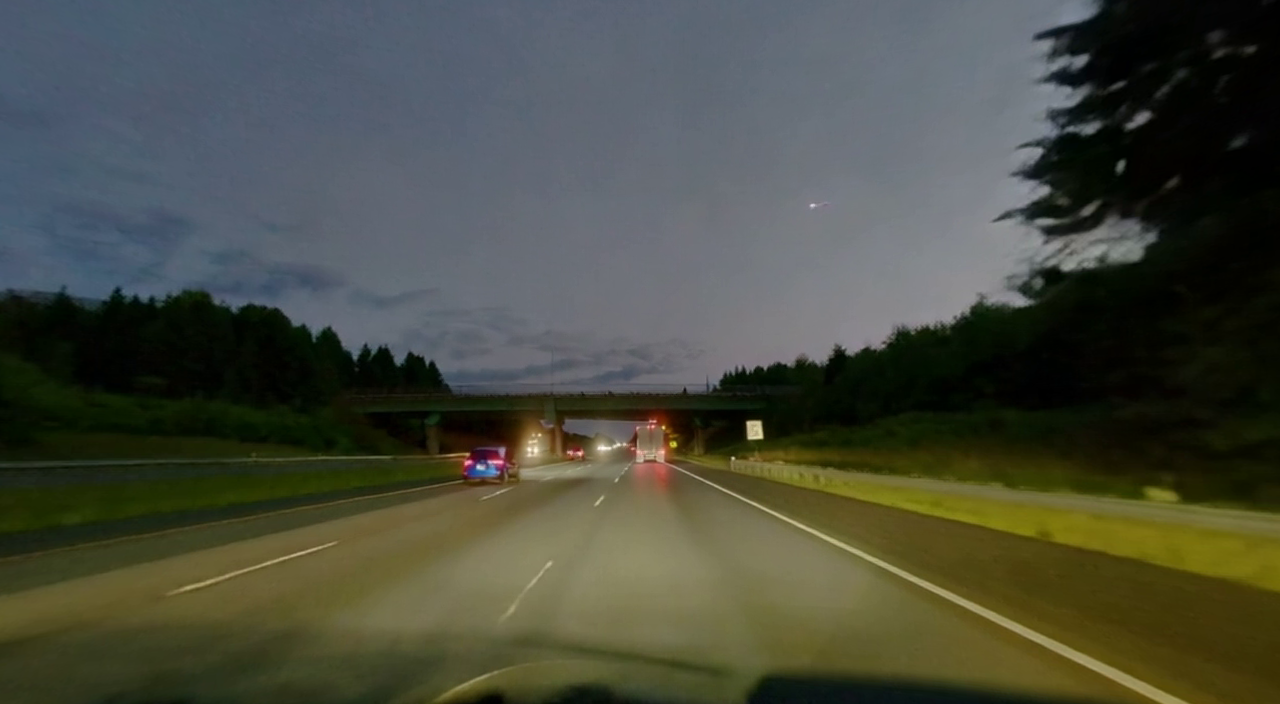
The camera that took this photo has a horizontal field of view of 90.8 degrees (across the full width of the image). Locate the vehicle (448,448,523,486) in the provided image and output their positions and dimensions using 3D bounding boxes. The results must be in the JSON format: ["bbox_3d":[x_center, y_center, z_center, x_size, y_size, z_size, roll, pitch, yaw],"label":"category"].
[{"bbox_3d":[-6.532,4.894,27.178,2.038,1.489,4.603,0,-9,0],"label":"vehicle"}]
